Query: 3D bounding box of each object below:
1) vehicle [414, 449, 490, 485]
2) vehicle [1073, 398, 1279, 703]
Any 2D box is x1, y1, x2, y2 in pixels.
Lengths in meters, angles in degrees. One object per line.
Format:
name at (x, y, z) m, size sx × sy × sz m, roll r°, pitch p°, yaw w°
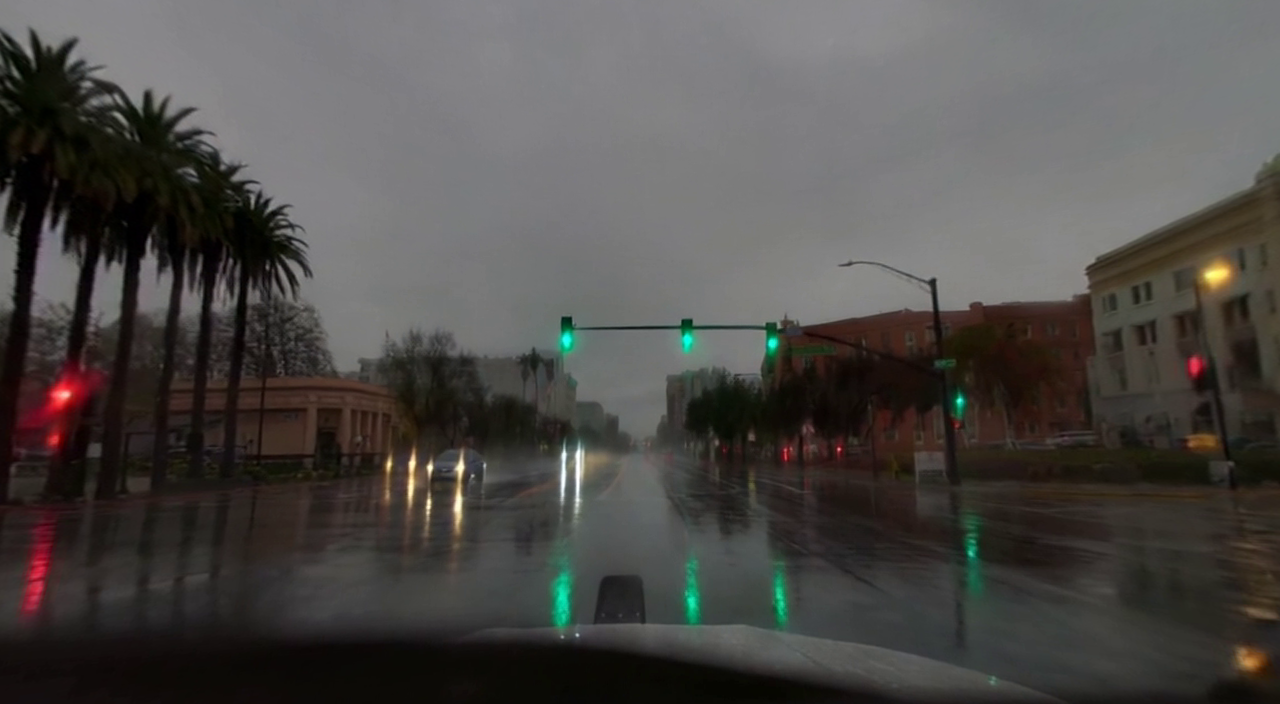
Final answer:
vehicle at (-8.673, 5.317, 29.602) m, size 2.095 × 1.482 × 4.523 m, roll 0°, pitch -8°, yaw 1°
vehicle at (3.168, 0.719, 0.889) m, size 1.997 × 1.473 × 4.282 m, roll 0°, pitch -8°, yaw -1°
